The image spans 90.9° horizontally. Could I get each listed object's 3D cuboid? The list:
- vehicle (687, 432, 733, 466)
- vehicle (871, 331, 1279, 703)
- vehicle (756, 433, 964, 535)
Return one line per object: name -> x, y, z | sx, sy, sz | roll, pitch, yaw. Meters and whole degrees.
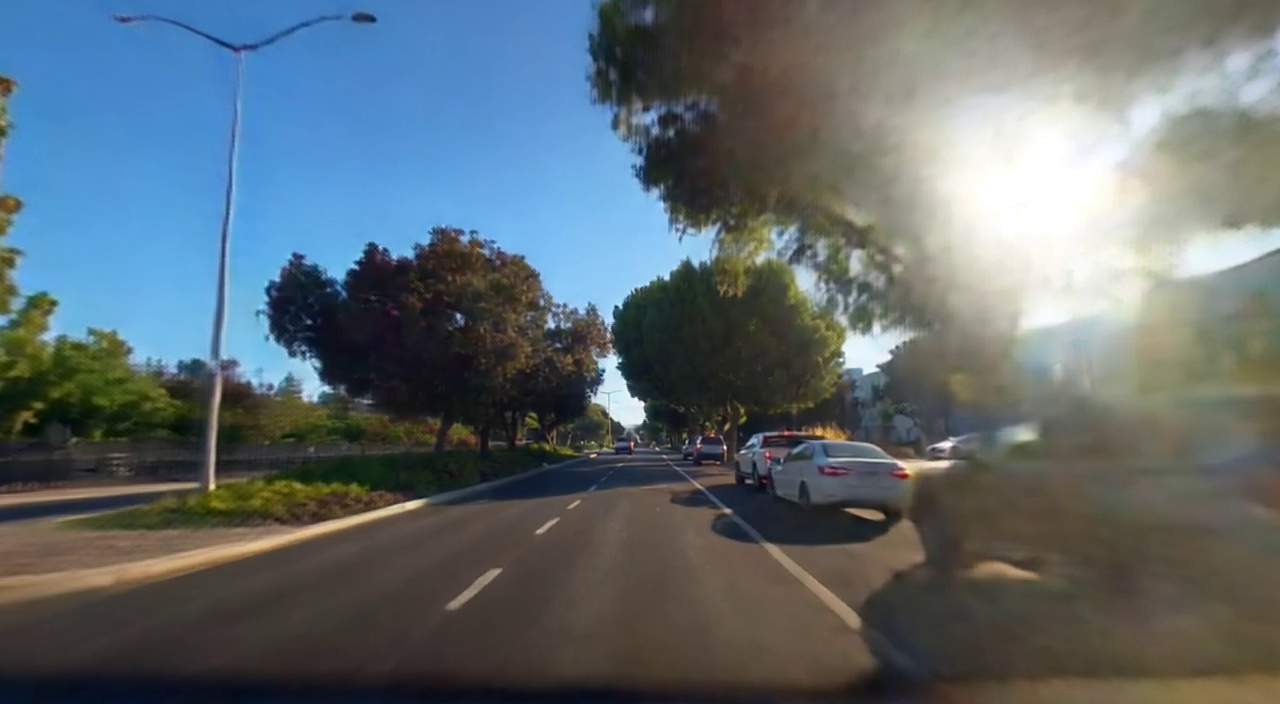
vehicle -> 4.174, 5.876, 38.415 | 2.226, 1.889, 4.543 | 0, -8, -1
vehicle -> 3.596, 1.117, 4.660 | 2.144, 1.848, 4.159 | 0, -8, 0
vehicle -> 3.672, 2.279, 11.649 | 2.068, 1.461, 4.653 | 0, -8, -1
